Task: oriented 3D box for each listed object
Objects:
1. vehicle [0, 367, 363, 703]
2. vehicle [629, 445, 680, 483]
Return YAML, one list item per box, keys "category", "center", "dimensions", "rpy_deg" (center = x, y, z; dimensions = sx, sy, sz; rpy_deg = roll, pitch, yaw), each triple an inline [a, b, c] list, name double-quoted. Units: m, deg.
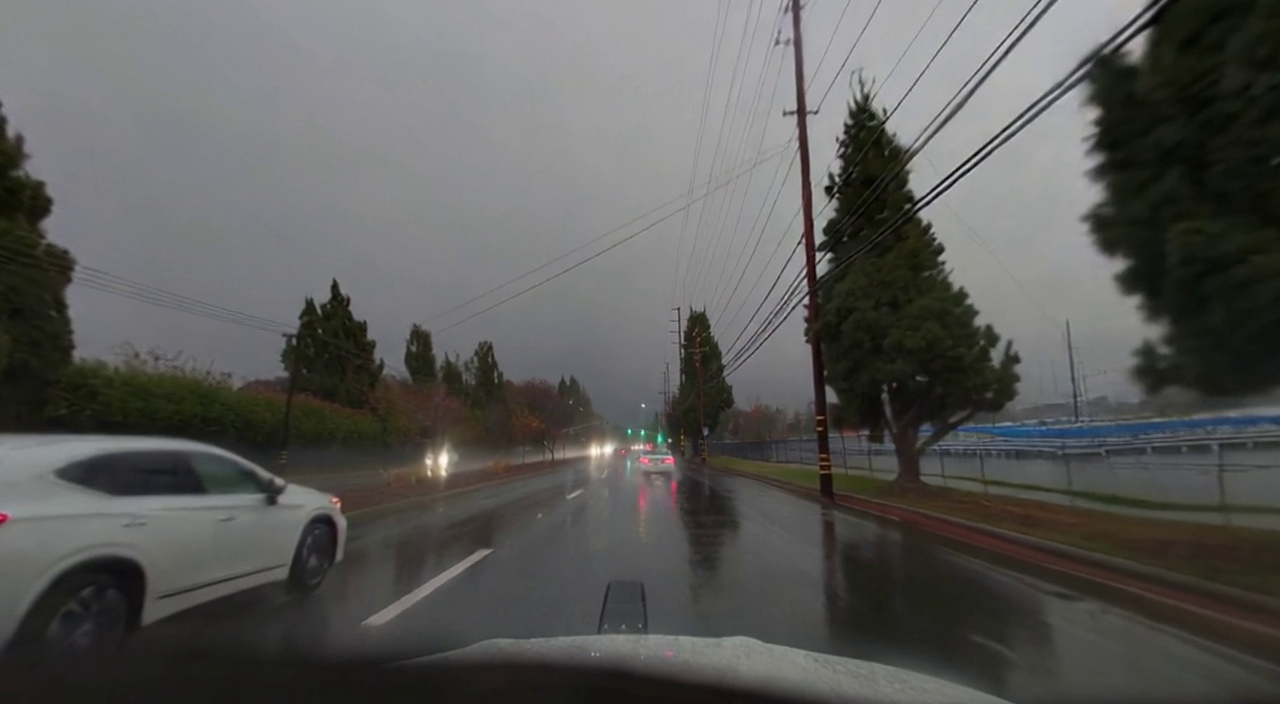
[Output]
- category: "vehicle"
  center: [-3.876, 1.141, 4.258]
  dimensions: [1.950, 1.692, 4.397]
  rpy_deg: [0, -9, 0]
- category: "vehicle"
  center: [0.608, 4.770, 27.026]
  dimensions: [2.059, 1.486, 3.980]
  rpy_deg: [0, -9, 1]
